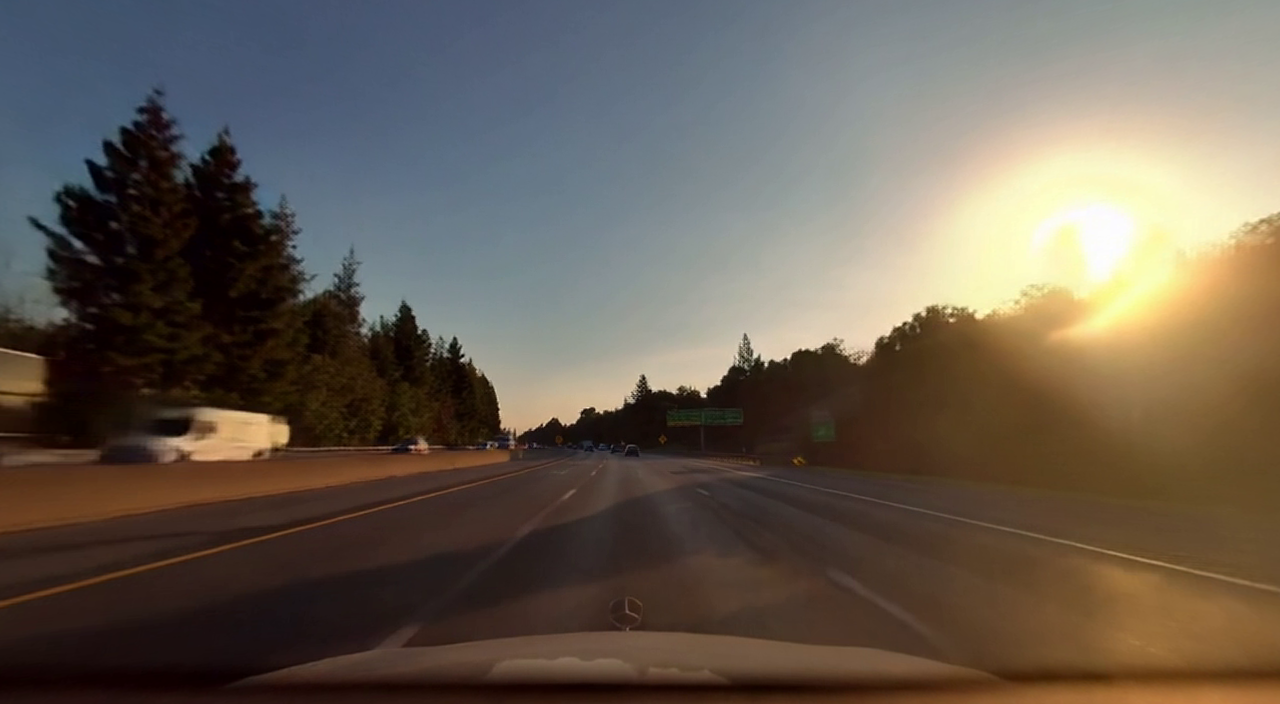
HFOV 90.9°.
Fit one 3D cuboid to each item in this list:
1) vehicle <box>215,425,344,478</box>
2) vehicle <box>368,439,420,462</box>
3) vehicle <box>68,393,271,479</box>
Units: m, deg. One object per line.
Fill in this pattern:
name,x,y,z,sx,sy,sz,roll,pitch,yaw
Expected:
vehicle,-12.121,3.389,21.560,2.012,1.641,4.081,0,-9,-1
vehicle,-17.257,6.950,44.476,2.046,1.473,4.380,0,-9,-2
vehicle,-16.247,3.042,22.478,2.459,2.630,6.223,0,-9,-1
